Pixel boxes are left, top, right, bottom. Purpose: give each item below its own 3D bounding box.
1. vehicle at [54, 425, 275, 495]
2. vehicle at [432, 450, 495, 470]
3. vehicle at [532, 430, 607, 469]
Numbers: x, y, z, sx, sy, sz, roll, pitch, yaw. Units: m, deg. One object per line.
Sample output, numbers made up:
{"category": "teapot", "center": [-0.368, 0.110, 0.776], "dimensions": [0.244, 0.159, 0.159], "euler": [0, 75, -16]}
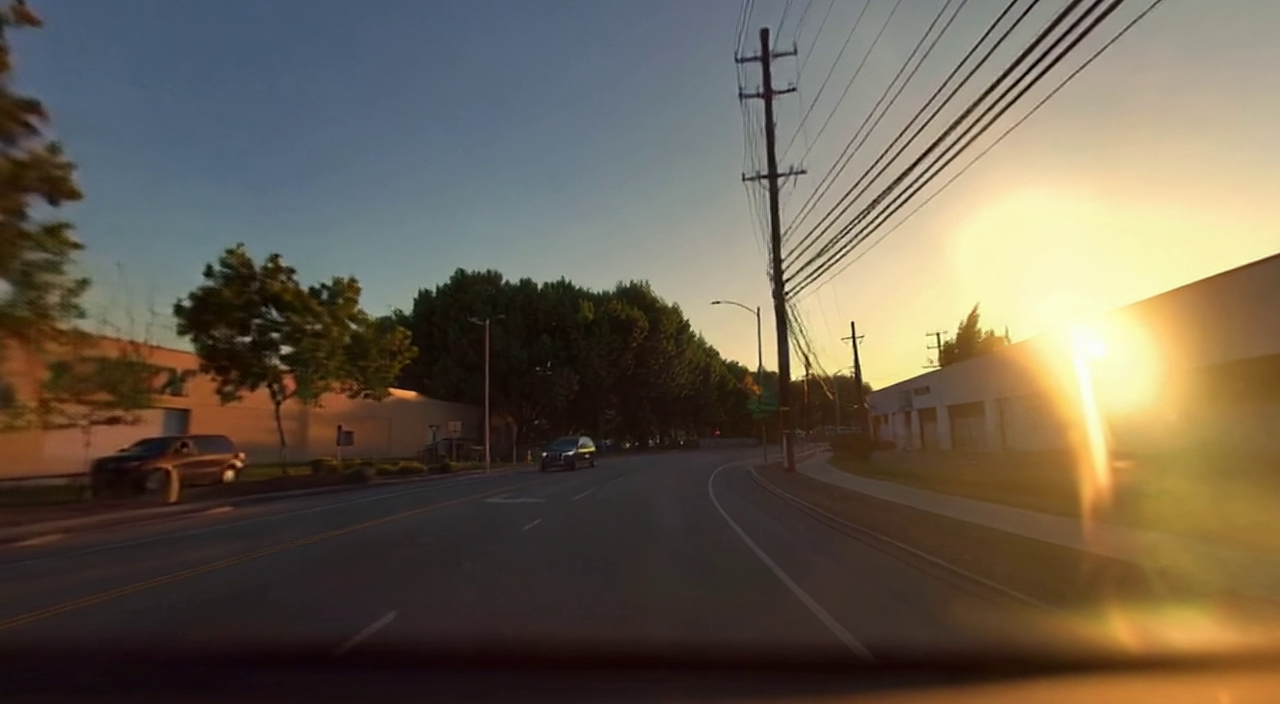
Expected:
{"category": "vehicle", "center": [-16.447, 3.848, 22.547], "dimensions": [2.502, 2.113, 6.488], "euler": [-1, -10, 4]}
{"category": "vehicle", "center": [-13.504, 8.245, 48.200], "dimensions": [4.513, 1.450, 2.078], "euler": [-6, -9, 31]}
{"category": "vehicle", "center": [-3.787, 5.394, 35.041], "dimensions": [2.490, 1.961, 5.553], "euler": [-2, -8, 12]}
